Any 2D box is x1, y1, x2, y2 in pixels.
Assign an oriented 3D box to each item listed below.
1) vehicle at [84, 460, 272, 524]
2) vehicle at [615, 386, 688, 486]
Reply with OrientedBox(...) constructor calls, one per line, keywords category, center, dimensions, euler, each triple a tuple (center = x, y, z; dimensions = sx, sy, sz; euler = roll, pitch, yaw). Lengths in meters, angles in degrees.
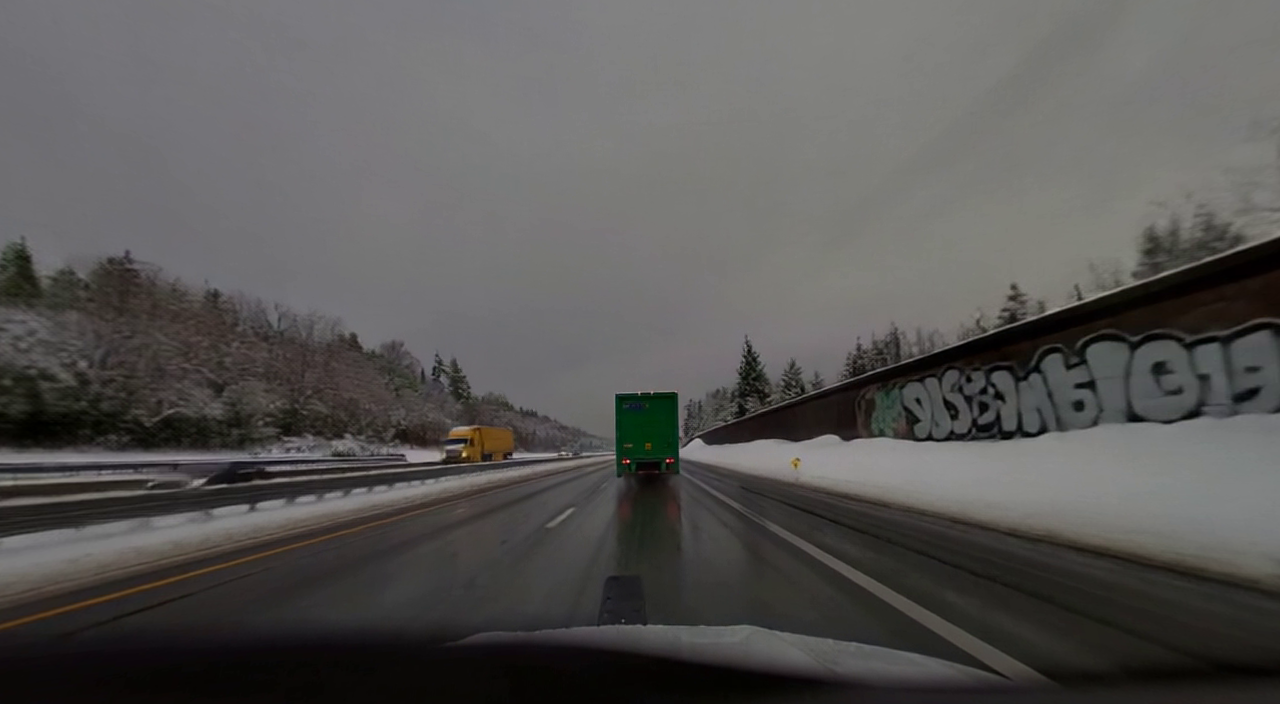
OrientedBox(category="vehicle", center=(-12.085, 3.639, 16.915), dimensions=(1.795, 1.426, 4.297), euler=(0, -9, -1))
OrientedBox(category="vehicle", center=(0.362, 4.119, 30.088), dimensions=(2.900, 3.955, 10.151), euler=(0, -9, -1))
